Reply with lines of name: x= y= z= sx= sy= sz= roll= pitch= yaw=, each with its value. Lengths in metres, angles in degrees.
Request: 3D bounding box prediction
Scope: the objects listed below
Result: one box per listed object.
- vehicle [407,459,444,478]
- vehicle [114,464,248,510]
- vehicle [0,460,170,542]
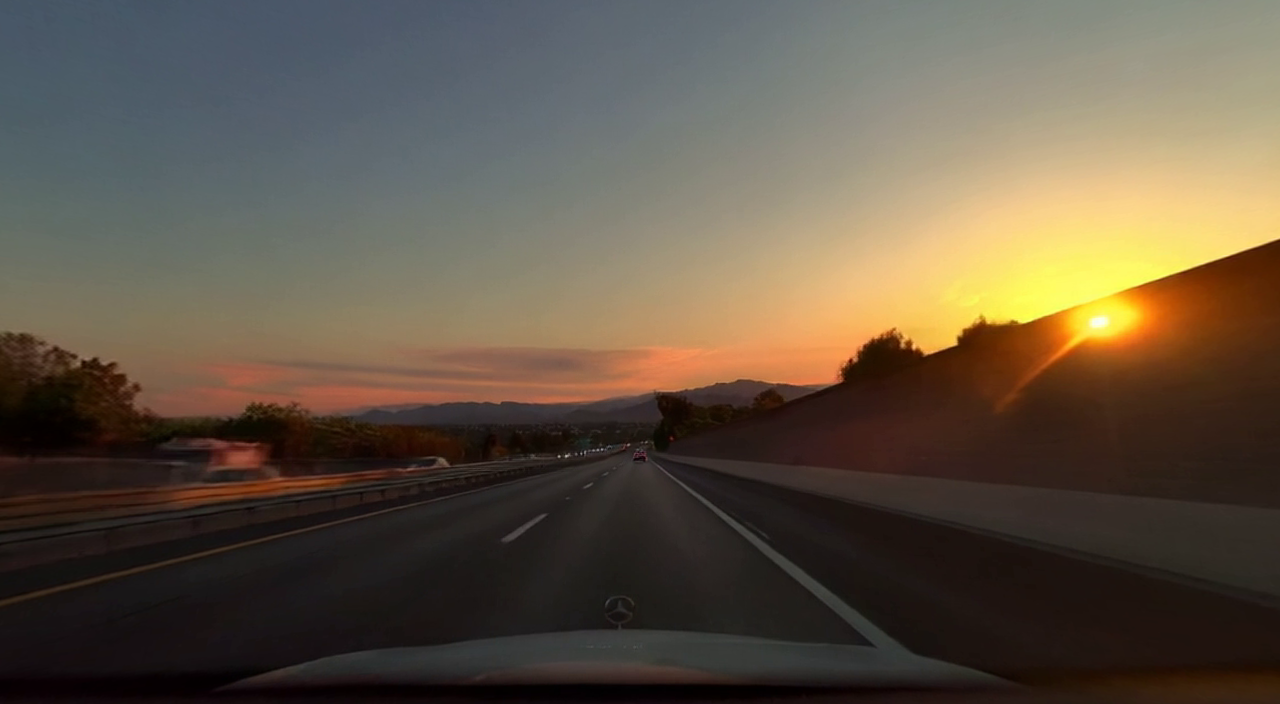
vehicle: x=-16.964 y=9.199 z=49.838 sx=1.668 sy=1.418 sz=3.693 roll=0 pitch=-9 yaw=-1
vehicle: x=-16.917 y=4.977 z=23.503 sx=1.717 sy=1.424 sz=4.368 roll=0 pitch=-9 yaw=0
vehicle: x=-13.105 y=3.130 z=13.622 sx=2.075 sy=1.475 sz=4.849 roll=0 pitch=-9 yaw=0
